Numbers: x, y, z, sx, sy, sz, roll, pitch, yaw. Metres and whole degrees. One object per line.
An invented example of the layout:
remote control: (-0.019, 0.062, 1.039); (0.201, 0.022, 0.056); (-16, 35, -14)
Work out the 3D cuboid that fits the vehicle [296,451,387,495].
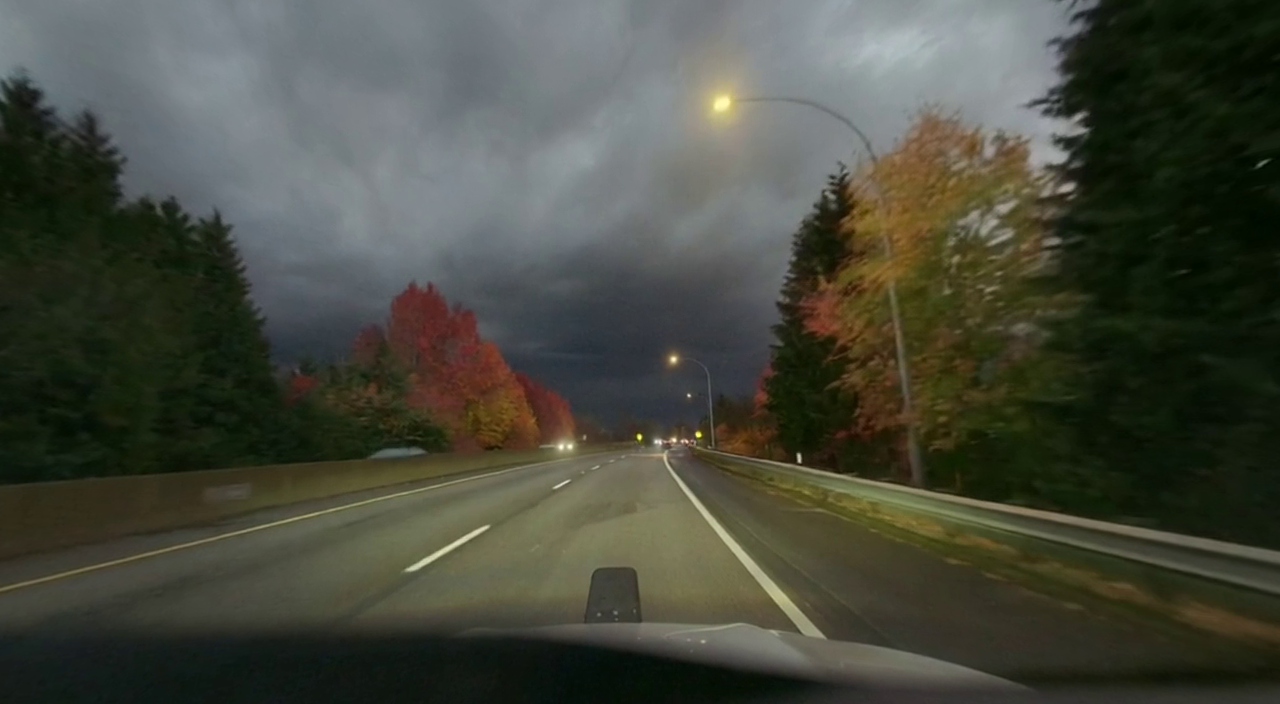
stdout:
vehicle: (-10.641, 4.293, 22.708); (1.656, 1.369, 3.500); (-1, -8, -2)
